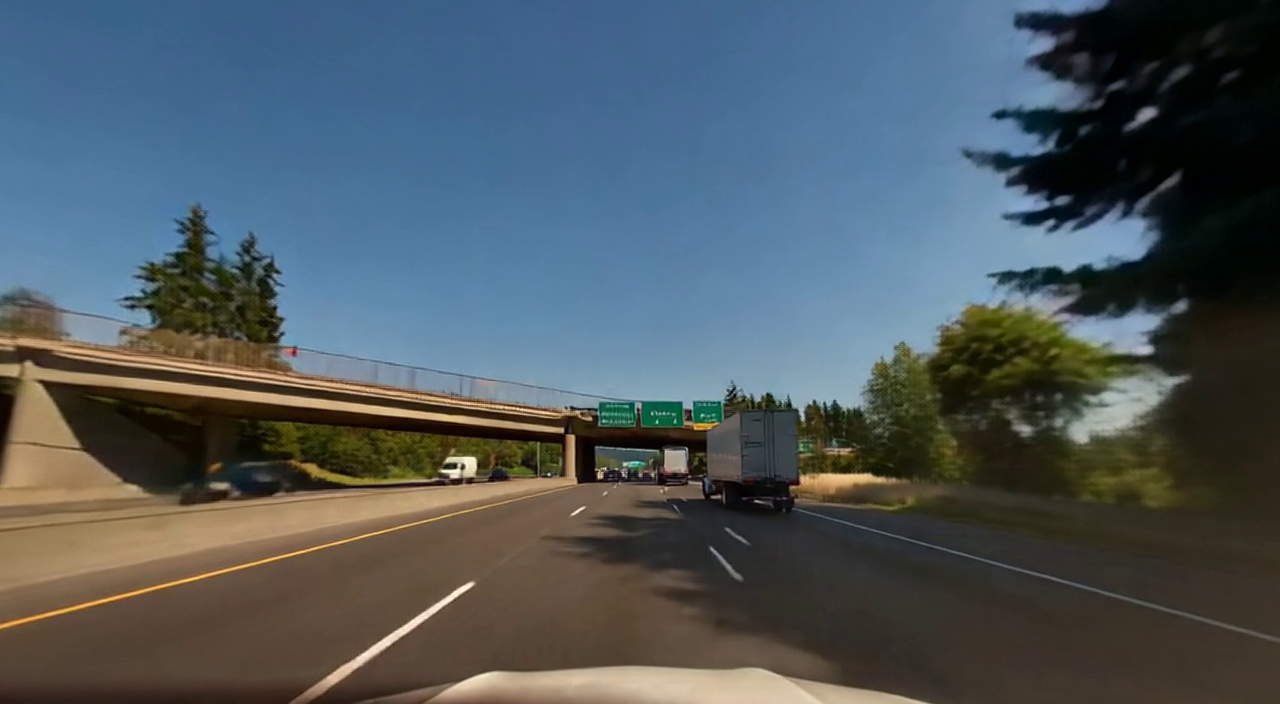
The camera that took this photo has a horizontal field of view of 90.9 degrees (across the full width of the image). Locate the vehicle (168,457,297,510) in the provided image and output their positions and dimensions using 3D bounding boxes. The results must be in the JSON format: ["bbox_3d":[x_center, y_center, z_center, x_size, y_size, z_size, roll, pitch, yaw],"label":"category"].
[{"bbox_3d":[-16.895,5.462,26.509,2.129,1.947,4.811,1,-10,0],"label":"vehicle"}]
